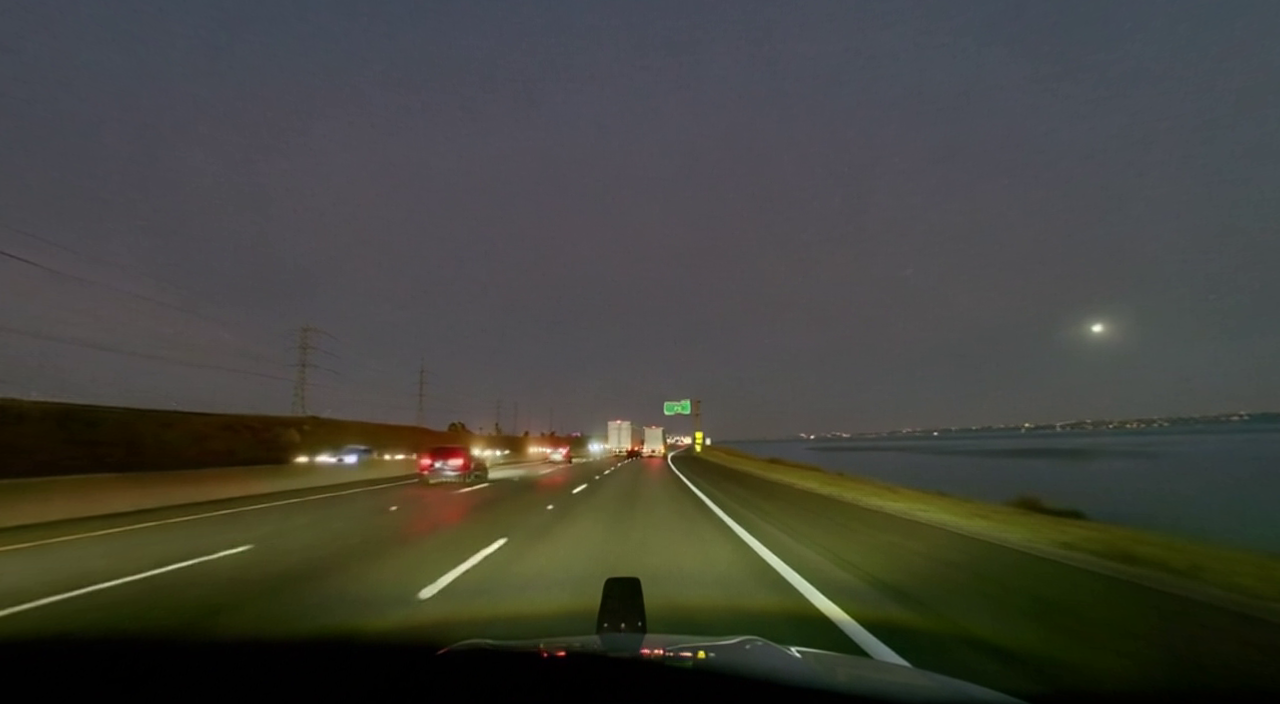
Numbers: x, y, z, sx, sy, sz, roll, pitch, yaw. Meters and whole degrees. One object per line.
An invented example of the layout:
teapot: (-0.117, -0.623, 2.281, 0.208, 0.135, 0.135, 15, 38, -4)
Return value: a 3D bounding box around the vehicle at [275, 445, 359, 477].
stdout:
vehicle: (-16.844, 5.698, 33.206, 1.904, 1.523, 4.591, 0, -9, 2)
